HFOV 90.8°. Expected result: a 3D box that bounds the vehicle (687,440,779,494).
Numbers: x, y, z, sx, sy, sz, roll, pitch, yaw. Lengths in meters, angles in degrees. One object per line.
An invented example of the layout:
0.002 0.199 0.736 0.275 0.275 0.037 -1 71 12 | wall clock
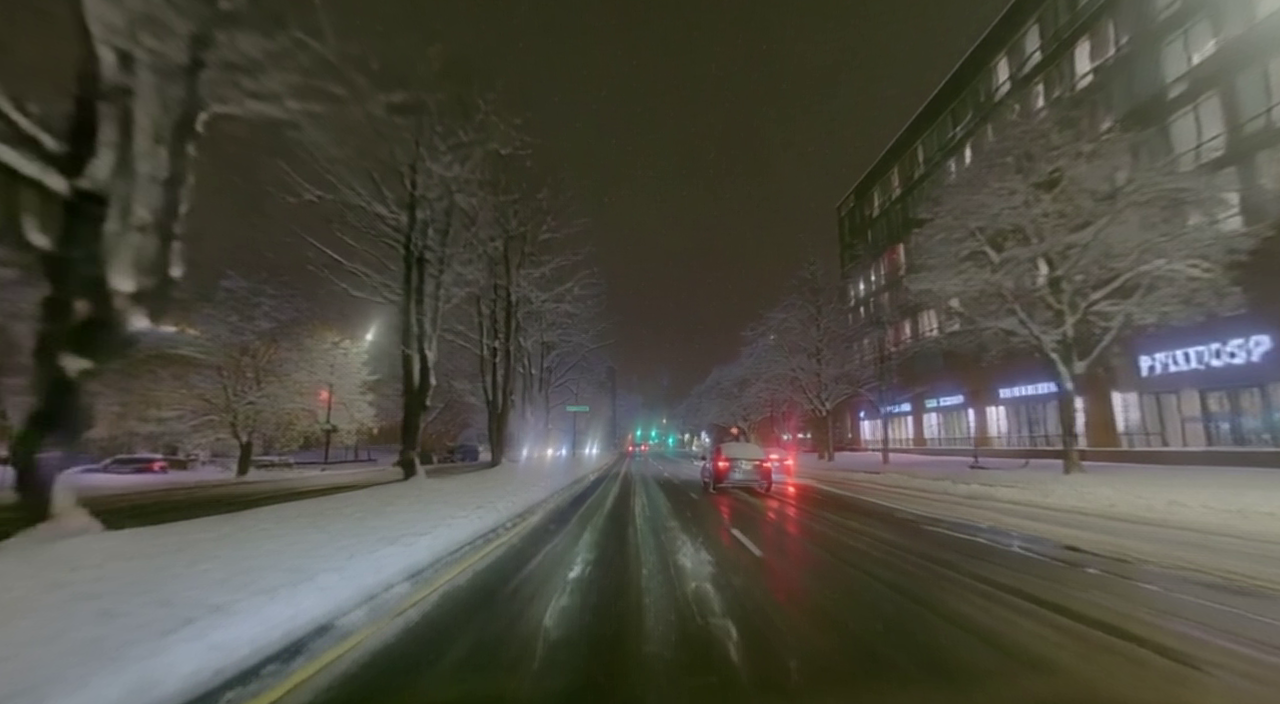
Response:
2.788 3.580 19.997 2.131 1.491 4.496 0 -9 -1 | vehicle
